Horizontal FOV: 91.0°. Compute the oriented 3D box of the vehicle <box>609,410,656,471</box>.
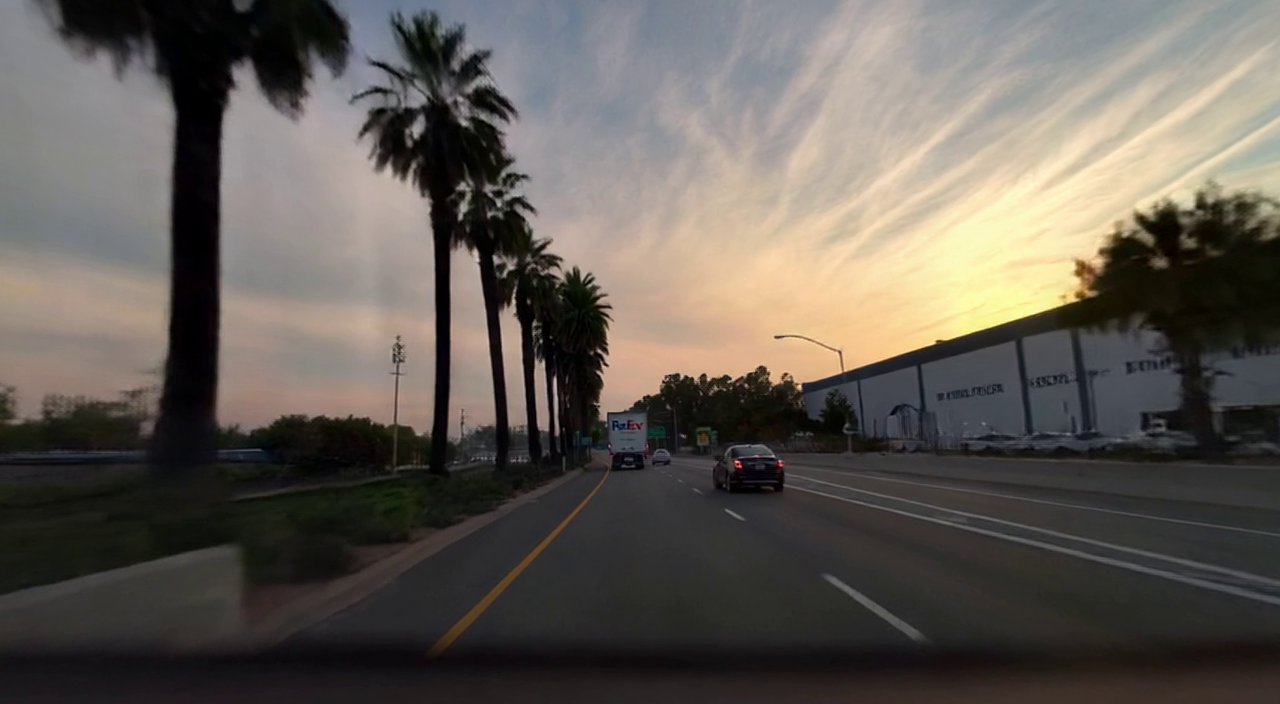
[{"bbox_3d":[-0.658,6.927,48.891,3.243,4.134,11.656,0,-9,-1],"label":"vehicle"}]

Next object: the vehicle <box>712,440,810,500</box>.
[{"bbox_3d":[3.430,3.426,18.737,1.966,1.558,4.238,0,-9,-1],"label":"vehicle"}]
